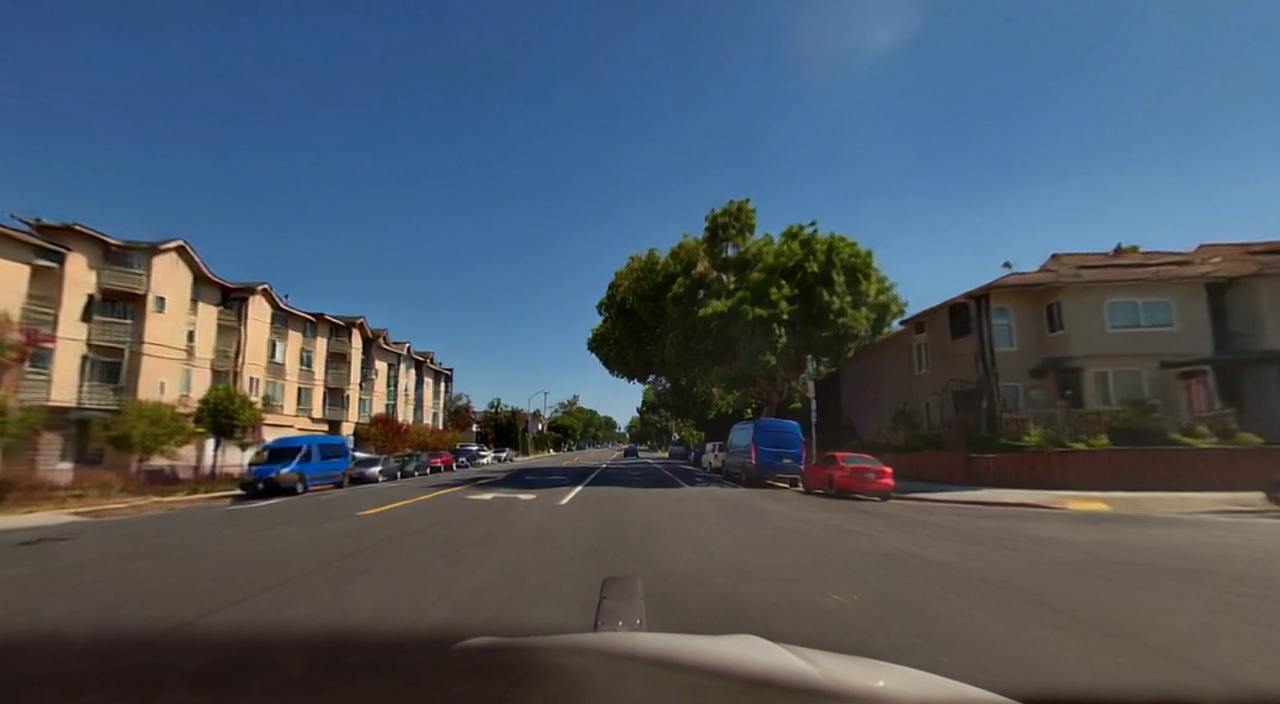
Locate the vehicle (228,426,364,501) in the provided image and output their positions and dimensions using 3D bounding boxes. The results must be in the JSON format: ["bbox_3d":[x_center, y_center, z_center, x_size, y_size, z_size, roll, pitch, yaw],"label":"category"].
[{"bbox_3d":[-12.727,4.094,23.917,2.164,2.386,5.460,-2,-7,-1],"label":"vehicle"}]

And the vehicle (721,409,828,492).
[{"bbox_3d":[4.761,3.635,23.543,2.414,2.670,5.833,1,-8,-3],"label":"vehicle"}]

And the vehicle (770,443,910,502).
[{"bbox_3d":[5.489,3.343,18.049,1.848,1.468,4.332,2,-9,-12],"label":"vehicle"}]

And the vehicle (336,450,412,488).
[{"bbox_3d":[-12.552,5.490,30.099,1.892,1.472,4.523,-2,-7,-3],"label":"vehicle"}]
